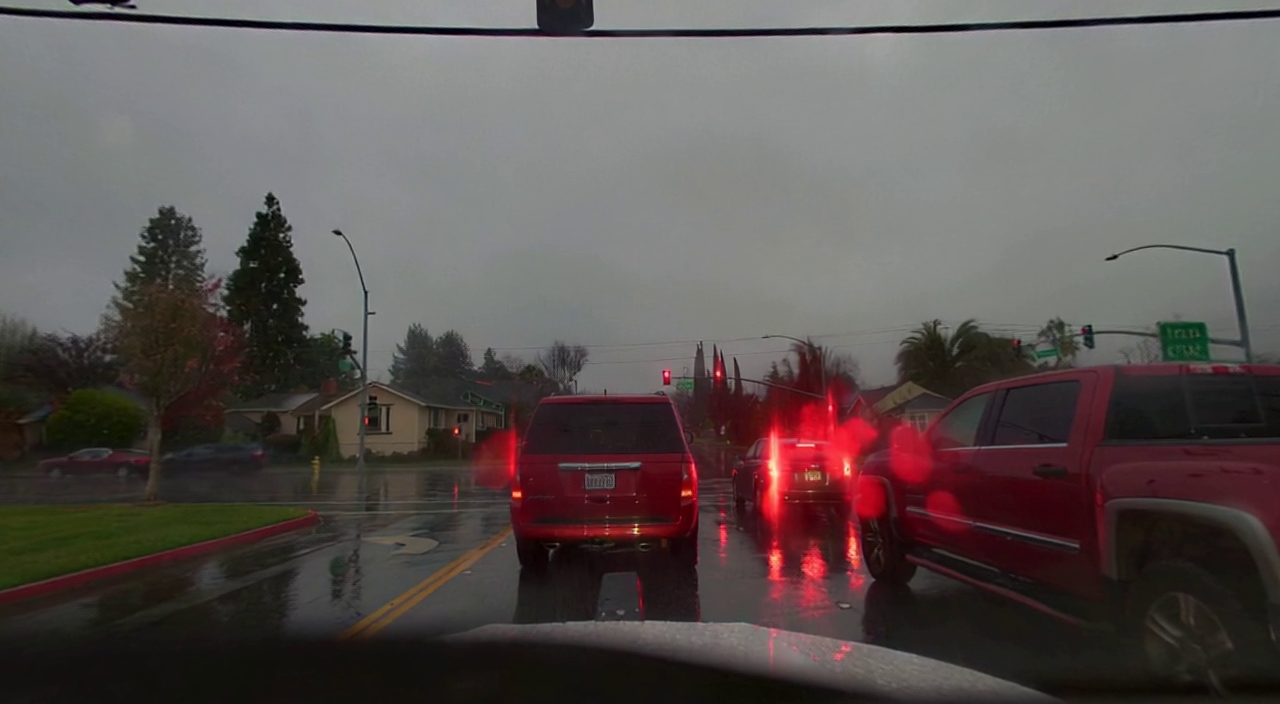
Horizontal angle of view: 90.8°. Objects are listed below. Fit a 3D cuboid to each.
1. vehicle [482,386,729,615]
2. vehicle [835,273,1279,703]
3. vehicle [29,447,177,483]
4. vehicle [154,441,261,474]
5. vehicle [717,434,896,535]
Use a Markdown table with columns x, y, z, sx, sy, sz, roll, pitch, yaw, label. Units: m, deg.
| x | y | z | sx | sy | sz | roll | pitch | yaw | label |
| --- | --- | --- | --- | --- | --- | --- | --- | --- | --- |
| -0.251 | 1.403 | 6.698 | 1.915 | 1.780 | 3.379 | 0 | -8 | 1 | vehicle |
| 2.989 | 0.951 | 3.916 | 1.886 | 1.849 | 5.070 | 0 | -8 | -1 | vehicle |
| -22.877 | 4.793 | 27.078 | 4.533 | 1.350 | 1.714 | 0 | -8 | -9 | vehicle |
| -23.404 | 5.713 | 34.322 | 4.289 | 1.672 | 1.864 | 1 | -8 | -9 | vehicle |
| 2.716 | 2.267 | 11.537 | 1.952 | 1.465 | 4.421 | 0 | -8 | -2 | vehicle |
